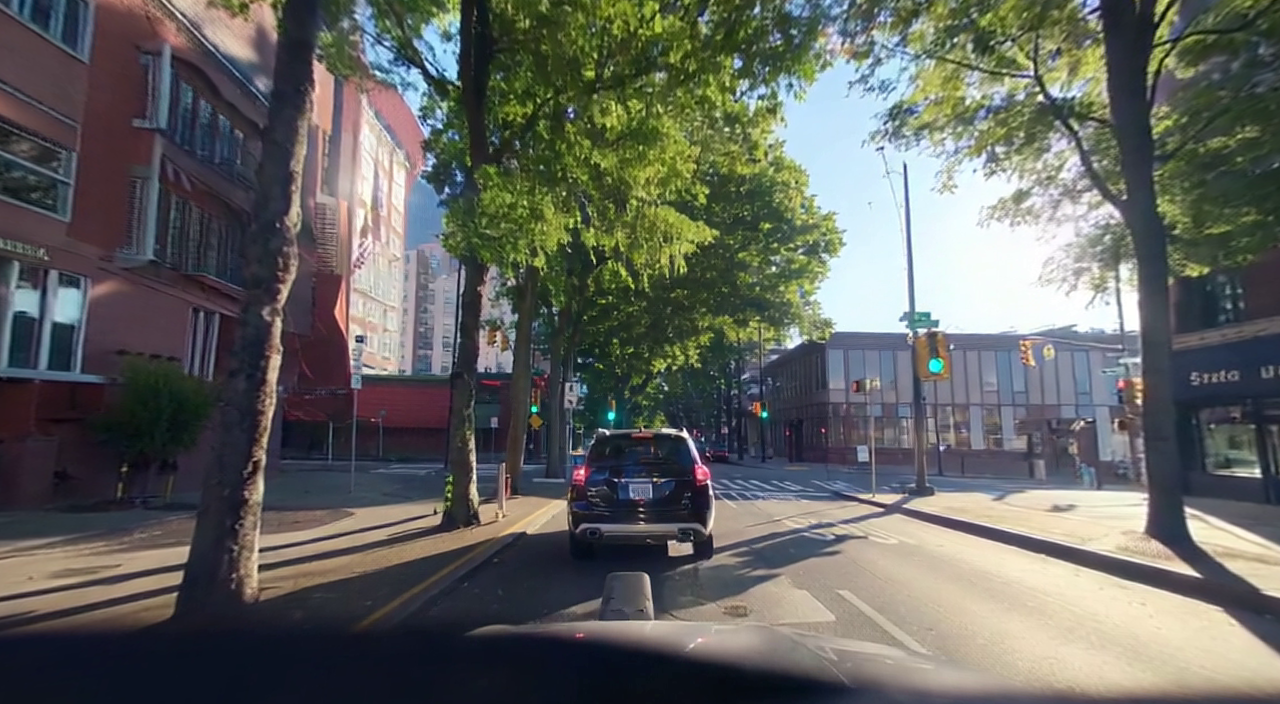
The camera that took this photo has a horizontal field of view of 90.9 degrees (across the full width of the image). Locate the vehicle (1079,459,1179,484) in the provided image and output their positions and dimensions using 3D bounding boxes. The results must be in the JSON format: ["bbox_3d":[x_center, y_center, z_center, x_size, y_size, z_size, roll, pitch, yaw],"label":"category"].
[{"bbox_3d":[30.239,7.371,39.040,4.668,1.441,1.904,0,-9,-4],"label":"vehicle"}]

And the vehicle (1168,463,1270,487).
[{"bbox_3d":[35.953,7.626,39.195,4.457,1.409,1.873,0,-9,-1],"label":"vehicle"}]

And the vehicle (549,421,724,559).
[{"bbox_3d":[-0.051,1.931,9.490,2.079,1.621,3.861,0,-8,0],"label":"vehicle"}]

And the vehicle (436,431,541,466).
[{"bbox_3d":[-7.441,4.723,30.972,4.536,1.586,2.254,-4,-9,23],"label":"vehicle"}]
